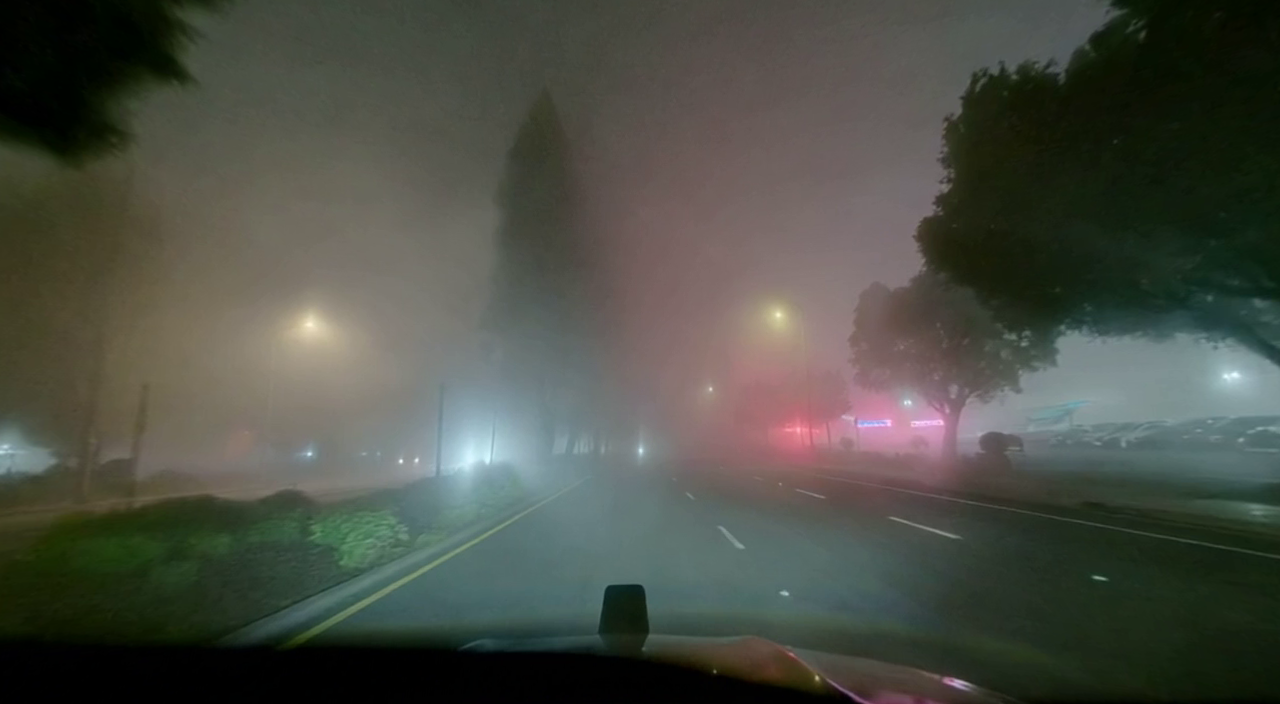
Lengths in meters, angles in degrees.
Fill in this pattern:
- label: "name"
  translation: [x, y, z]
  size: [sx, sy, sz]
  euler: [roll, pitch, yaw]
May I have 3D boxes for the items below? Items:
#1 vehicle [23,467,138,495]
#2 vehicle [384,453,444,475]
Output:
- label: "vehicle"
  translation: [-31.654, 7.310, 35.747]
  size: [4.706, 1.460, 1.994]
  euler: [0, -8, 3]
- label: "vehicle"
  translation: [-17.510, 8.629, 48.681]
  size: [5.184, 1.494, 2.129]
  euler: [-8, -12, 43]
